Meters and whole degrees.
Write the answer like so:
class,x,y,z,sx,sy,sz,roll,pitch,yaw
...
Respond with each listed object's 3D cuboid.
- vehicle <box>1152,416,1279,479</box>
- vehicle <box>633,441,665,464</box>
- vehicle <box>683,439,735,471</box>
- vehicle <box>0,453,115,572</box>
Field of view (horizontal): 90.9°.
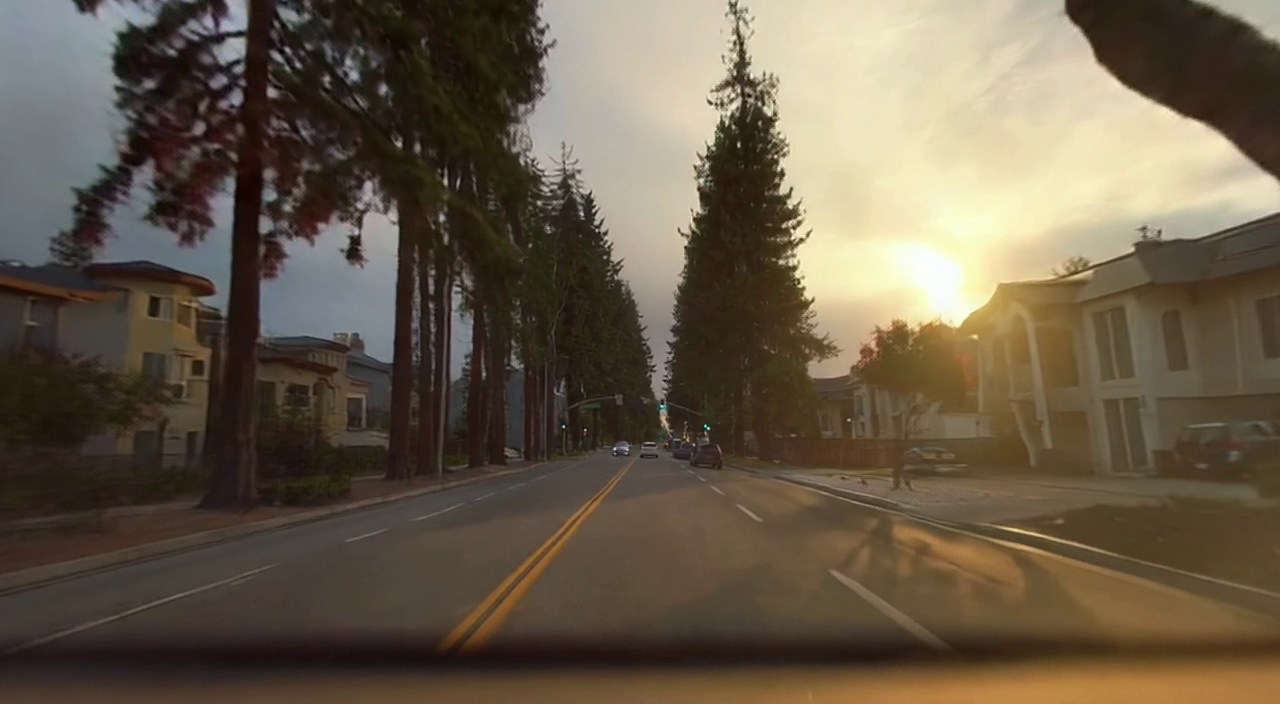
class,x,y,z,sx,sy,sz,roll,pitch,yaw
vehicle,19.526,3.081,20.471,4.063,1.912,2.029,1,-9,-6
vehicle,0.611,6.868,43.296,2.097,1.463,4.043,0,-9,0
vehicle,3.464,5.312,32.651,2.078,1.488,4.741,0,-9,-1
vehicle,-9.495,2.171,7.946,1.933,1.498,4.446,-4,-7,1
